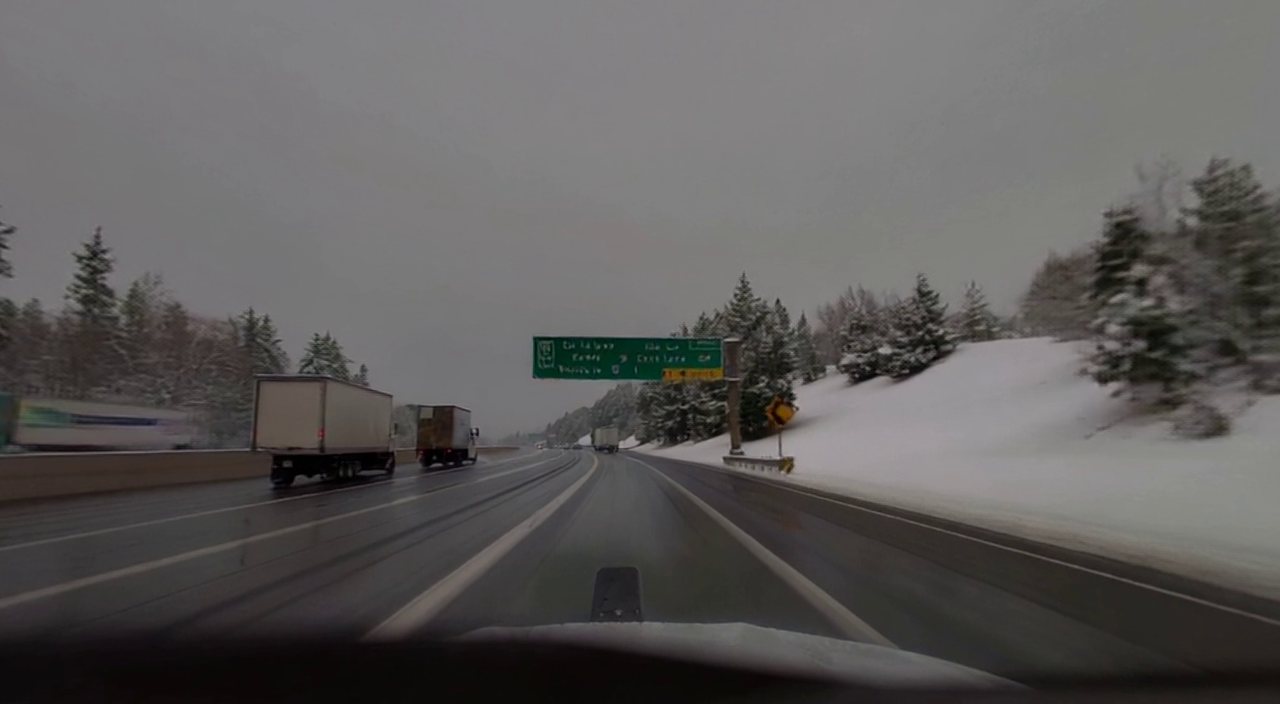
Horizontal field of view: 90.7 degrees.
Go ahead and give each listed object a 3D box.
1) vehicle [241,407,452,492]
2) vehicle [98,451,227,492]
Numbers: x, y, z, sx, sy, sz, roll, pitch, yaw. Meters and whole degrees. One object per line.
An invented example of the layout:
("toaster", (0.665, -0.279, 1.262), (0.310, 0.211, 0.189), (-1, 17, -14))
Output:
("vehicle", (-11.427, 4.154, 27.316), (3.270, 2.674, 14.547), (0, -8, -4))
("vehicle", (-19.155, 4.762, 25.696), (1.842, 1.452, 4.612), (0, -8, -3))
